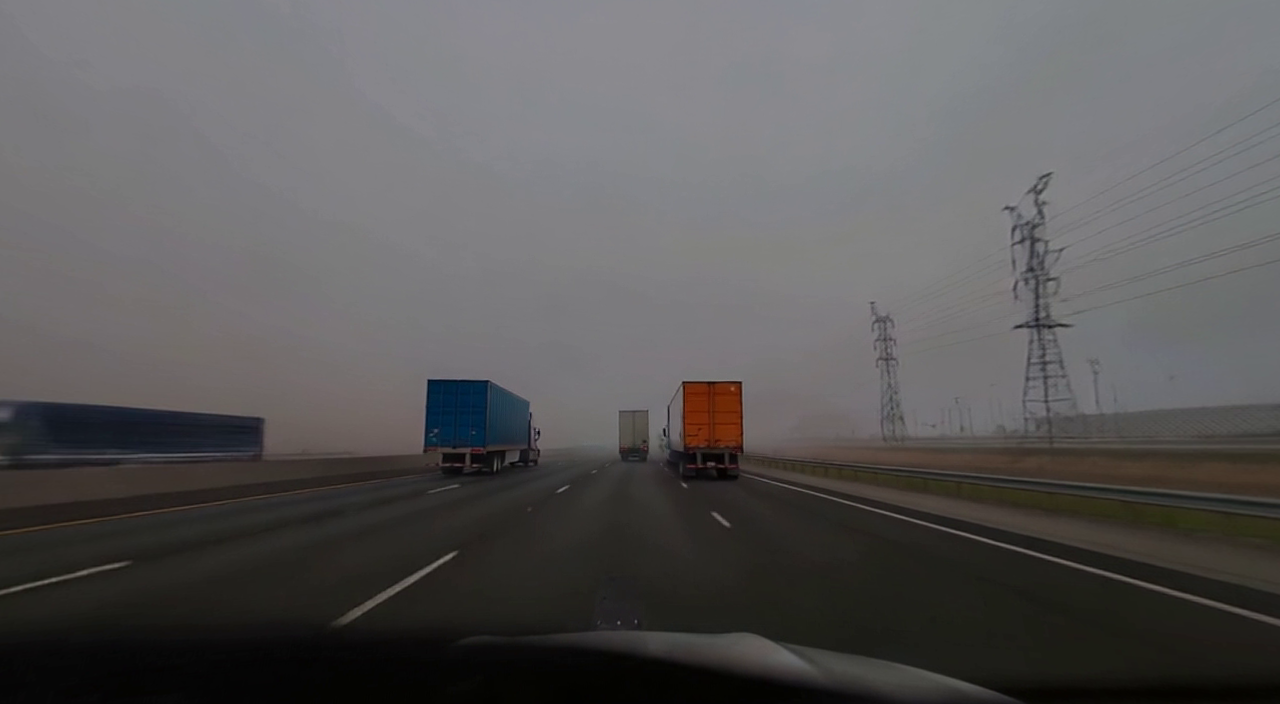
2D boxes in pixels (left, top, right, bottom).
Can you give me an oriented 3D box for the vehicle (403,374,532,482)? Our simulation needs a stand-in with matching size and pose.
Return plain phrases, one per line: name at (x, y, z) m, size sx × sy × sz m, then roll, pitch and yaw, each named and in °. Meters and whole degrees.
vehicle at (-7.357, 3.640, 29.190) m, size 2.937 × 3.981 × 11.119 m, roll -1°, pitch -9°, yaw -1°
